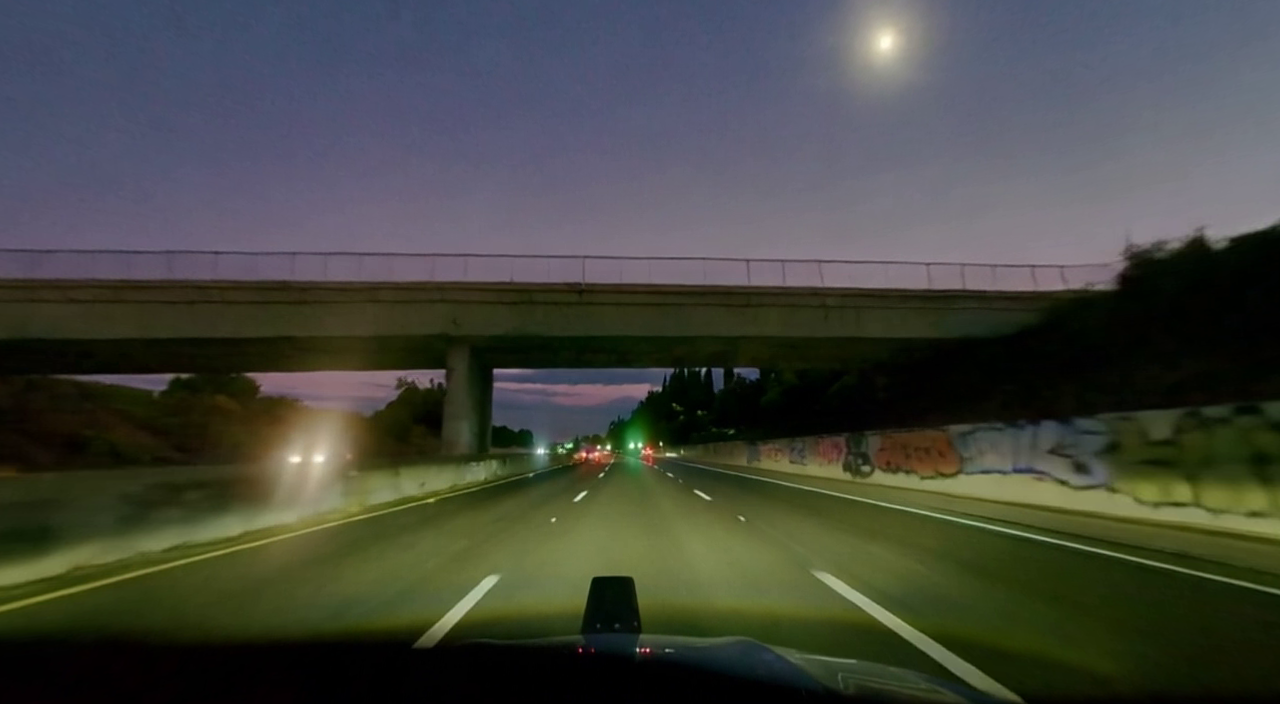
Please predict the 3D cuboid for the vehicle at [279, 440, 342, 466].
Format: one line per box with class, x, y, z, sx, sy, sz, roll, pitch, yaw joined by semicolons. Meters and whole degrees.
vehicle;-19.984;6.146;38.324;1.743;1.458;3.911;0;-9;-1
